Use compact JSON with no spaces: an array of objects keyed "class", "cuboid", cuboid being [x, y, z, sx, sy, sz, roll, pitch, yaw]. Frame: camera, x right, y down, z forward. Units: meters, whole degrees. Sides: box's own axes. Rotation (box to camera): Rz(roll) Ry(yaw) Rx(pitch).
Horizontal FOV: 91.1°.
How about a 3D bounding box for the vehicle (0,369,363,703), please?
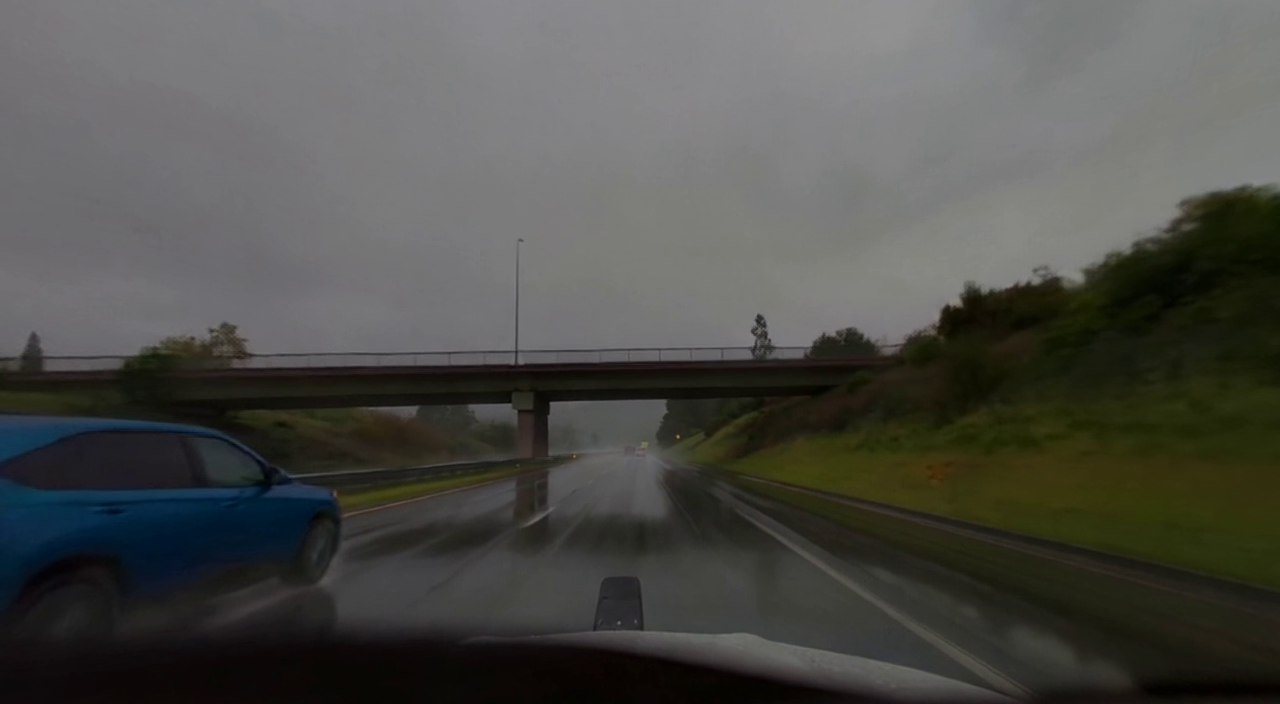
[{"class":"vehicle","cuboid":[-3.887,1.137,4.211,2.082,1.668,4.274,0,-9,0]}]
